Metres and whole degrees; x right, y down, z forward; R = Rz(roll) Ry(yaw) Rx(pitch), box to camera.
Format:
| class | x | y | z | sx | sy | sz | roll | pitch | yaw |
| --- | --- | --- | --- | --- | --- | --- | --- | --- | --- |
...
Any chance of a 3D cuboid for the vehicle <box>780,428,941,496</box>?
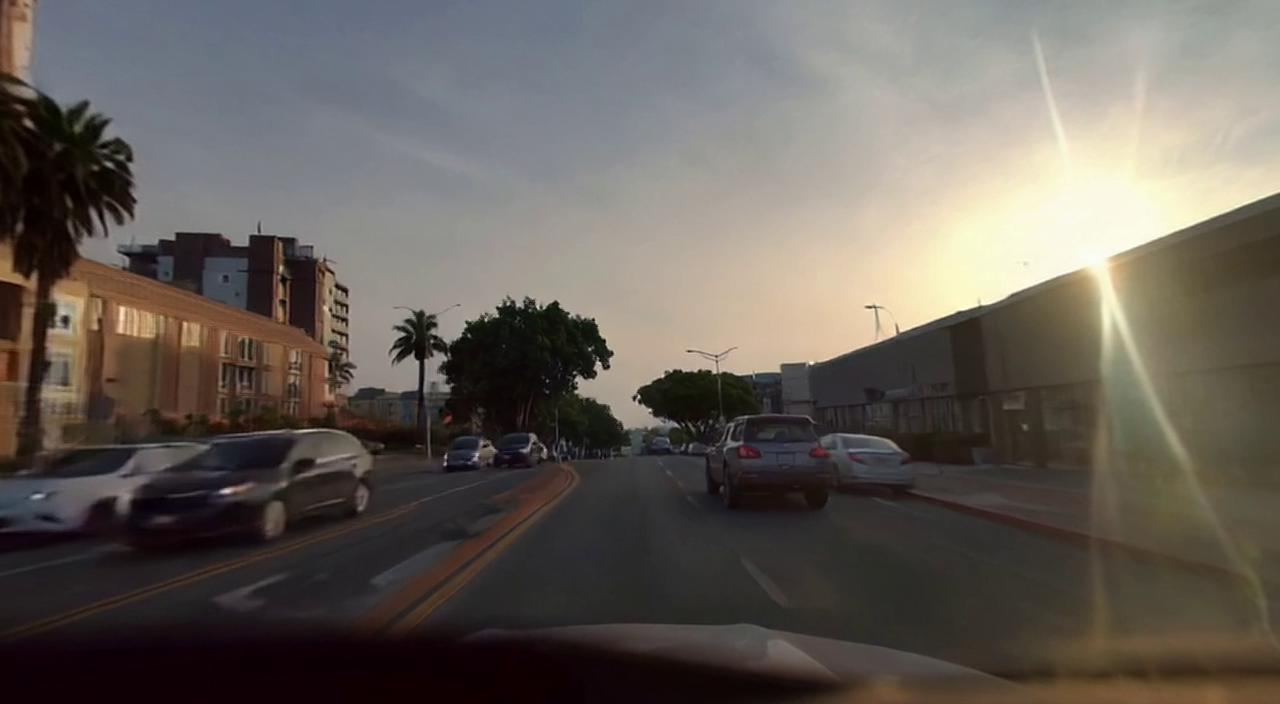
| class | x | y | z | sx | sy | sz | roll | pitch | yaw |
| --- | --- | --- | --- | --- | --- | --- | --- | --- | --- |
| vehicle | 5.276 | 2.764 | 16.061 | 2.166 | 1.399 | 5.177 | -1 | -9 | -1 |

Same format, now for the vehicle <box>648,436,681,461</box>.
| class | x | y | z | sx | sy | sz | roll | pitch | yaw |
| --- | --- | --- | --- | --- | --- | --- | --- | --- | --- |
| vehicle | 1.778 | 6.938 | 45.379 | 2.196 | 1.655 | 3.939 | -1 | -9 | 3 |

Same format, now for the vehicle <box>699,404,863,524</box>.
| class | x | y | z | sx | sy | sz | roll | pitch | yaw |
| --- | --- | --- | --- | --- | --- | --- | --- | --- | --- |
| vehicle | 2.414 | 2.108 | 12.130 | 1.995 | 1.858 | 4.333 | 0 | -9 | -2 |

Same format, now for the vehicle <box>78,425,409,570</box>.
| class | x | y | z | sx | sy | sz | roll | pitch | yaw |
| --- | --- | --- | --- | --- | --- | --- | --- | --- | --- |
| vehicle | -5.568 | 2.106 | 9.851 | 2.171 | 1.676 | 4.523 | -1 | -9 | 1 |

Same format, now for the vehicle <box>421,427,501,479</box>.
| class | x | y | z | sx | sy | sz | roll | pitch | yaw |
| --- | --- | --- | --- | --- | --- | --- | --- | --- | --- |
| vehicle | -8.465 | 4.871 | 30.375 | 2.100 | 2.227 | 5.094 | -1 | -9 | 3 |

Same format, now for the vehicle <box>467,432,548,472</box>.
| class | x | y | z | sx | sy | sz | roll | pitch | yaw |
| --- | --- | --- | --- | --- | --- | --- | --- | --- | --- |
| vehicle | -5.318 | 4.141 | 26.098 | 2.153 | 1.469 | 4.939 | -1 | -9 | 2 |
